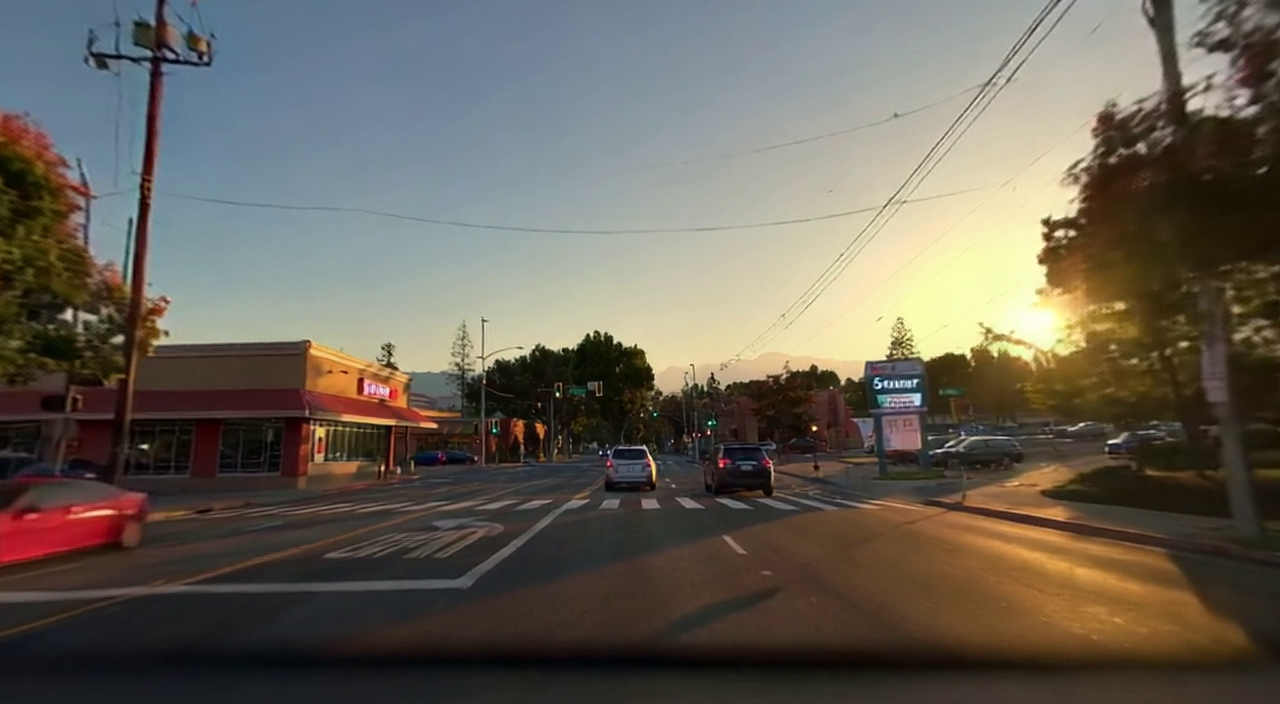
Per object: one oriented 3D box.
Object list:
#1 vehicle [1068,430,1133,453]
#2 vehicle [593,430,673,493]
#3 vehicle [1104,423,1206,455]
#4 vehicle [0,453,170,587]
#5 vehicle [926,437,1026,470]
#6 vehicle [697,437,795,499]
[{"bbox_3d":[34.981,6.859,48.037,1.817,1.548,4.050,-2,-10,0],"label":"vehicle"},{"bbox_3d":[-0.252,4.025,23.626,2.638,2.065,5.313,0,-9,0],"label":"vehicle"},{"bbox_3d":[30.644,5.228,37.718,2.231,1.749,4.411,0,-9,-2],"label":"vehicle"},{"bbox_3d":[-9.262,2.328,9.443,4.456,1.570,1.975,-6,-10,32],"label":"vehicle"},{"bbox_3d":[16.489,4.999,31.013,3.880,1.538,1.862,1,-9,-8],"label":"vehicle"},{"bbox_3d":[3.277,3.711,20.597,2.276,1.787,4.630,0,-9,-1],"label":"vehicle"}]
